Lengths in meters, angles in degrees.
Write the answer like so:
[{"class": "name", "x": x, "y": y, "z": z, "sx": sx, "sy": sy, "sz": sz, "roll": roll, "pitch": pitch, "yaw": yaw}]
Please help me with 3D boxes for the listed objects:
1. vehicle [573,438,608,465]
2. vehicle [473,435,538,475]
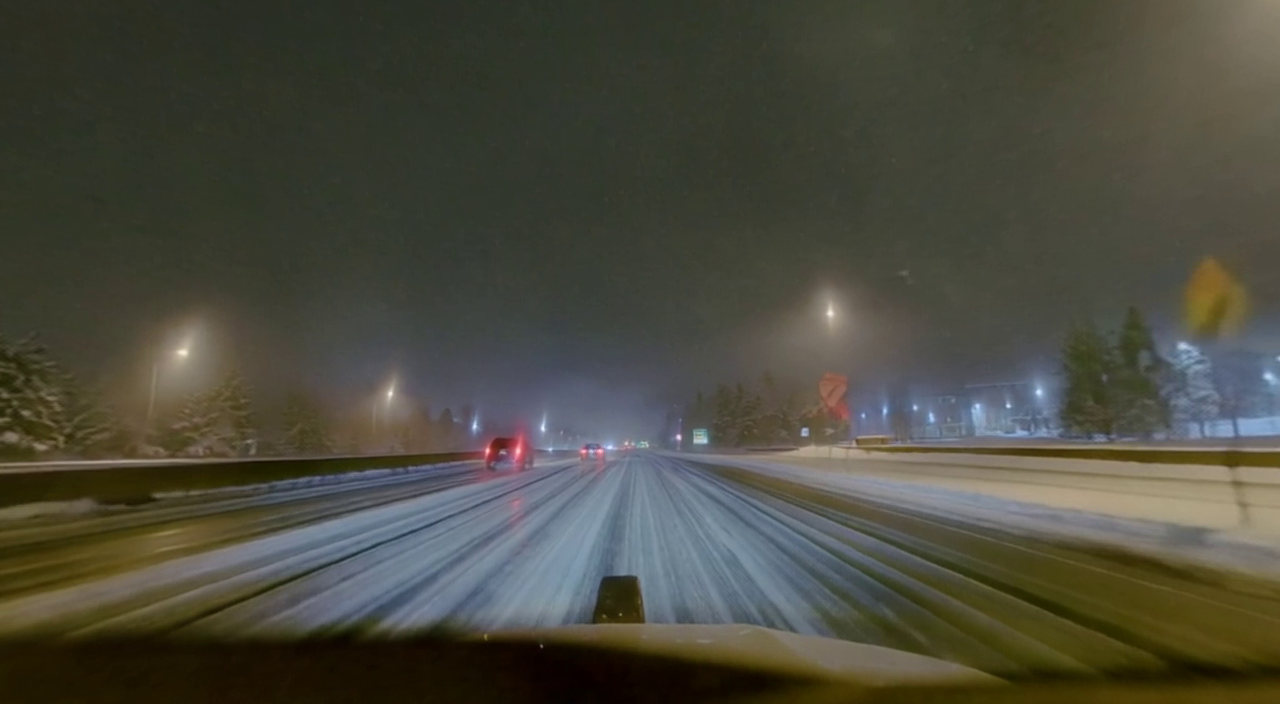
[{"class": "vehicle", "x": -3.280, "y": 6.696, "z": 42.649, "sx": 2.027, "sy": 1.697, "sz": 4.307, "roll": 0, "pitch": -8, "yaw": 0}, {"class": "vehicle", "x": -6.386, "y": 4.920, "z": 30.487, "sx": 2.015, "sy": 1.762, "sz": 4.790, "roll": 0, "pitch": -8, "yaw": 1}]
